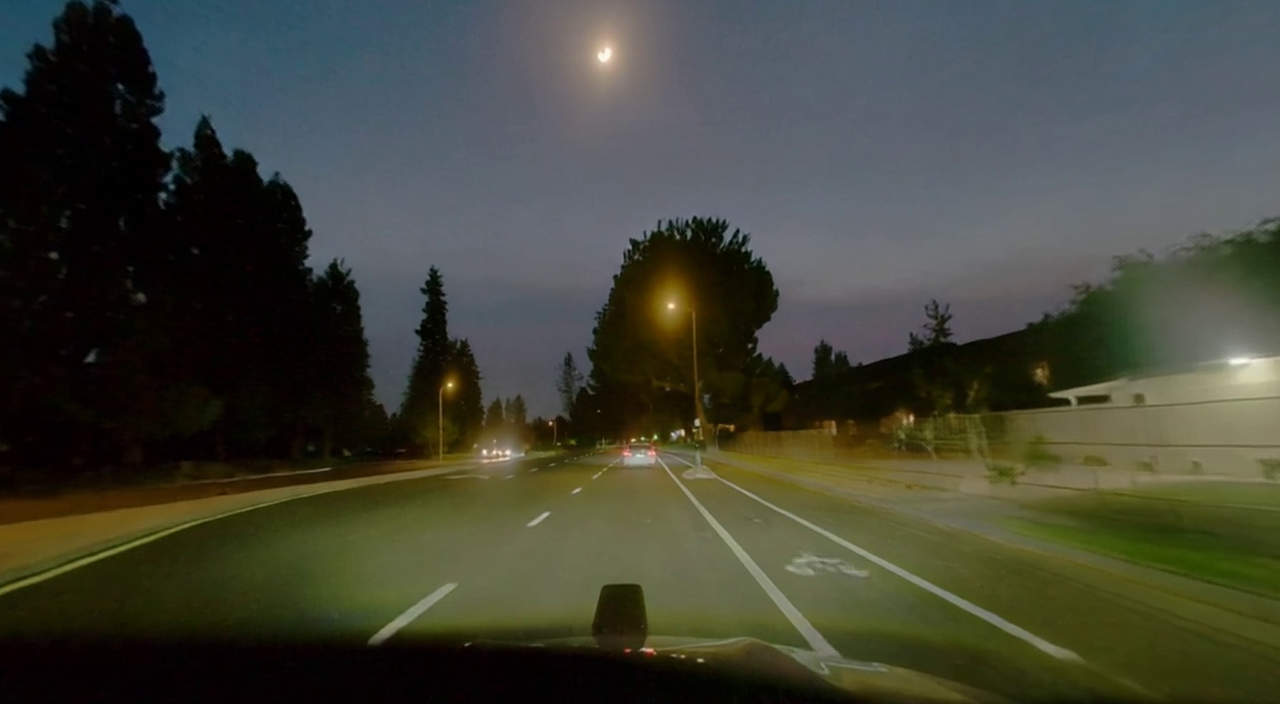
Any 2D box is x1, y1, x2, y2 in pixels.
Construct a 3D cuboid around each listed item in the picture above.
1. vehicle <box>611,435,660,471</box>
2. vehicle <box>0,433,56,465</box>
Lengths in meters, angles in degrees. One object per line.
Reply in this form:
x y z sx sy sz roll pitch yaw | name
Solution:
-0.175 4.499 28.180 2.009 1.456 4.003 0 -8 1 | vehicle
-35.292 5.414 35.247 3.451 1.541 1.784 3 -8 6 | vehicle
